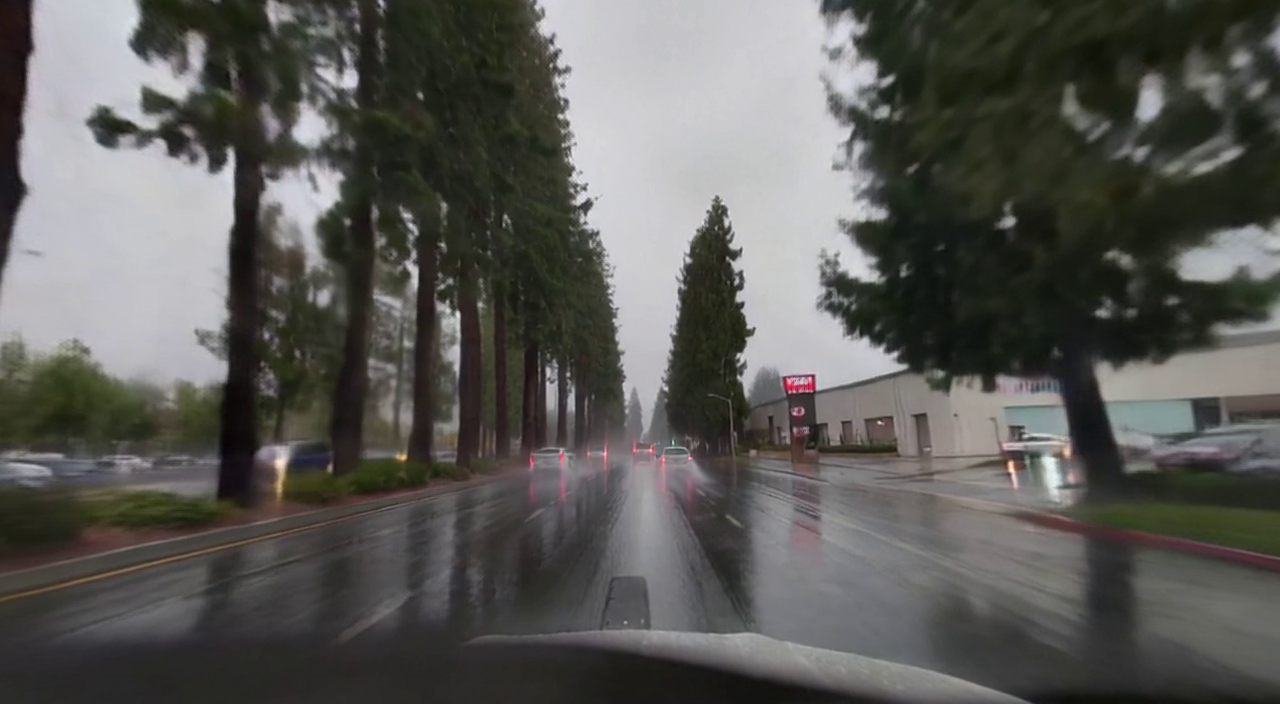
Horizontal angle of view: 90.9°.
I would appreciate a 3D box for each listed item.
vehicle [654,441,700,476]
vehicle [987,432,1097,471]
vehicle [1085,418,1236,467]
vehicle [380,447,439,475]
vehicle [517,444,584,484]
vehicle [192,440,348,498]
[{"bbox_3d":[1.747,5.158,30.749,1.922,1.579,3.642,0,-9,-2],"label":"vehicle"},{"bbox_3d":[15.830,3.932,25.083,1.823,1.413,3.884,0,-8,1],"label":"vehicle"},{"bbox_3d":[20.861,3.684,25.614,1.982,1.794,4.853,0,-9,1],"label":"vehicle"},{"bbox_3d":[-15.542,7.339,42.744,2.060,1.777,4.860,0,-9,1],"label":"vehicle"},{"bbox_3d":[-3.478,4.450,25.414,1.908,1.481,4.536,0,-9,2],"label":"vehicle"},{"bbox_3d":[-12.569,3.975,21.970,2.047,1.729,5.470,0,-9,1],"label":"vehicle"}]
